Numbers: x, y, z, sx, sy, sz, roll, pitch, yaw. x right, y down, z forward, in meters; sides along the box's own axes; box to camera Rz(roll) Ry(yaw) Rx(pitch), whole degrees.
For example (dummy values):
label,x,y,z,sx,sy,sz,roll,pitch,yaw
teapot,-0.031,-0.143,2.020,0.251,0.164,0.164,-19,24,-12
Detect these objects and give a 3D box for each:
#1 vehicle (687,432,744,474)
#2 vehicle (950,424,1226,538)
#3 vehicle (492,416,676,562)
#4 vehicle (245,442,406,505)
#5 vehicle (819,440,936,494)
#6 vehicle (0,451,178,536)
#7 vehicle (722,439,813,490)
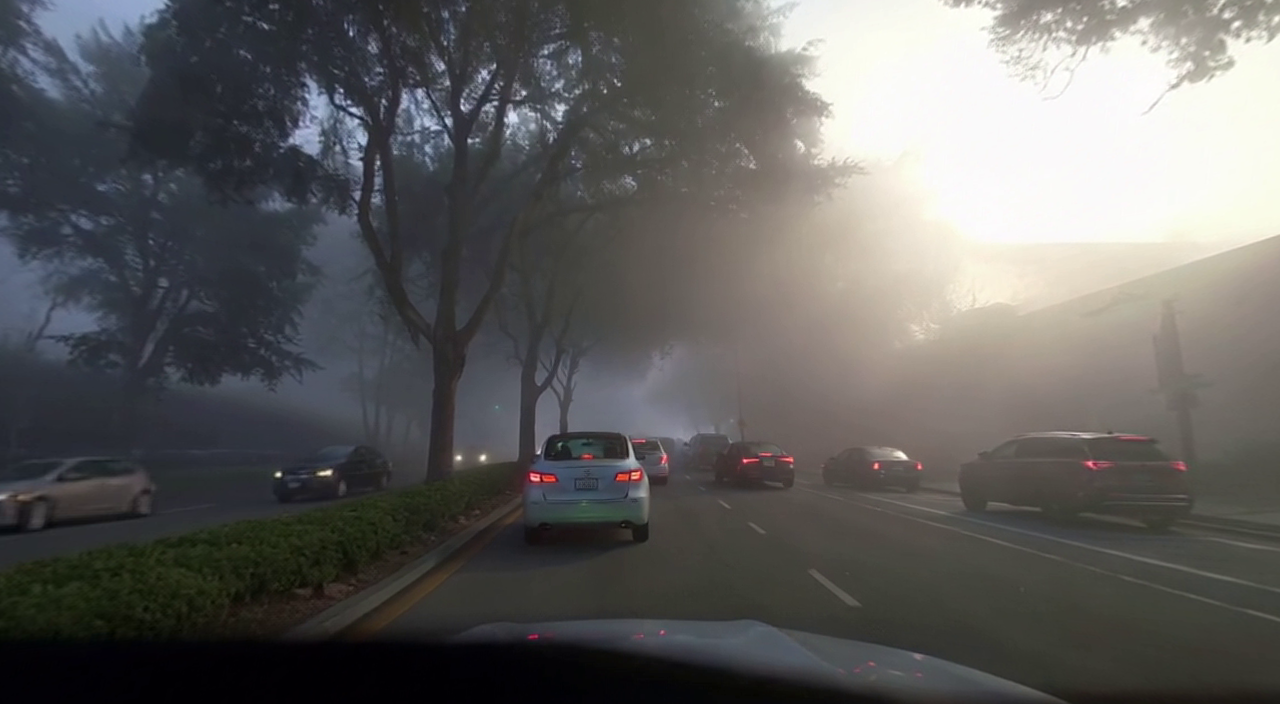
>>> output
label,x,y,z,sx,sy,sz,roll,pitch,yaw
vehicle,3.563,4.862,30.609,2.114,1.846,4.659,0,-8,-1
vehicle,7.889,2.277,11.832,2.168,1.709,4.289,-1,-8,3
vehicle,-0.798,1.850,9.212,2.106,1.655,3.717,1,-8,-5
vehicle,-8.351,3.246,17.383,2.039,1.466,4.553,0,-8,1
vehicle,7.249,3.545,19.821,1.977,1.485,4.308,0,-8,0
vehicle,-11.993,2.744,12.783,1.866,1.404,4.507,0,-8,0
vehicle,4.045,3.639,20.848,2.175,1.477,4.520,0,-8,1
